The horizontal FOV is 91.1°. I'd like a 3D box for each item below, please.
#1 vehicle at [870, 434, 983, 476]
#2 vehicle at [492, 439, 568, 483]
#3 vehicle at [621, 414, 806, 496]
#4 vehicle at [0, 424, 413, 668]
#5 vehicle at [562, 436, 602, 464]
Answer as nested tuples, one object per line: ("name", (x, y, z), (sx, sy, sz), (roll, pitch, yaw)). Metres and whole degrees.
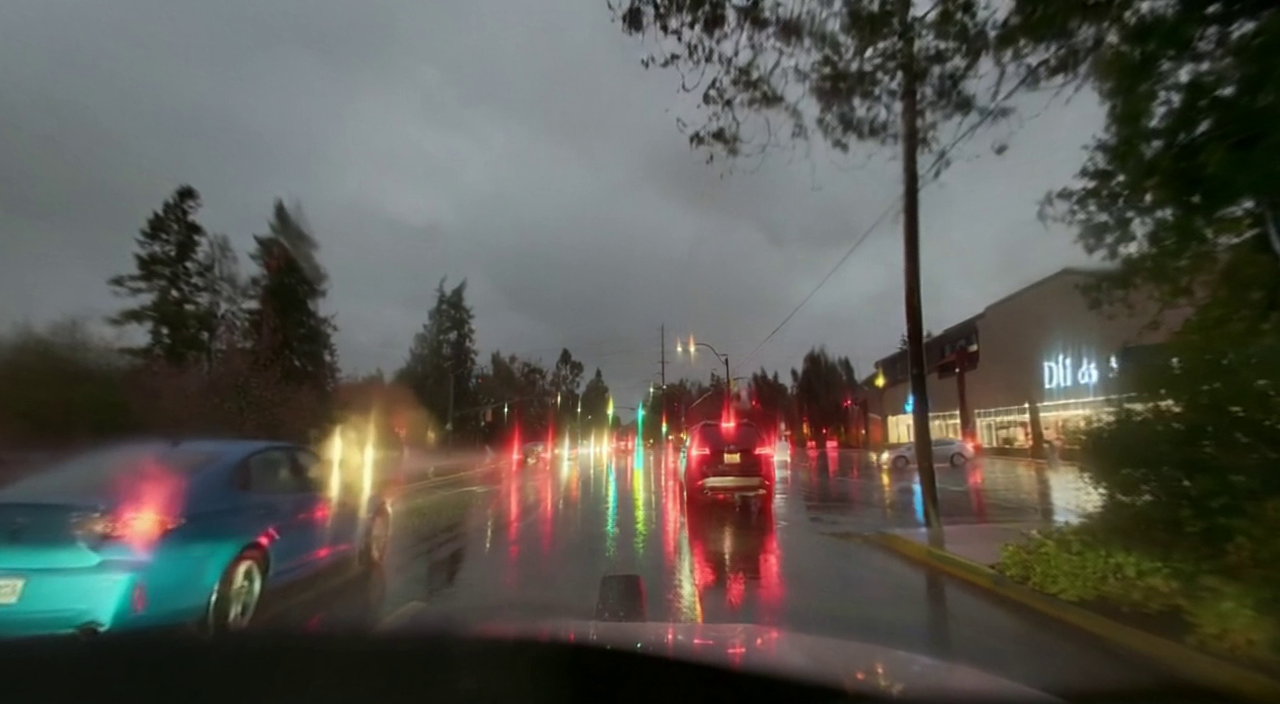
("vehicle", (12.312, 4.460, 27.129), (3.871, 1.525, 1.835), (-3, -9, 0))
("vehicle", (-3.925, 3.968, 23.115), (2.042, 1.470, 4.123), (0, -8, 0))
("vehicle", (1.956, 2.811, 17.416), (4.642, 1.955, 2.052), (-6, -10, 35))
("vehicle", (-4.032, 1.499, 6.030), (2.026, 1.466, 4.282), (0, -8, 1))
("vehicle", (-3.619, 6.245, 40.013), (2.053, 1.652, 3.873), (0, -8, 2))
